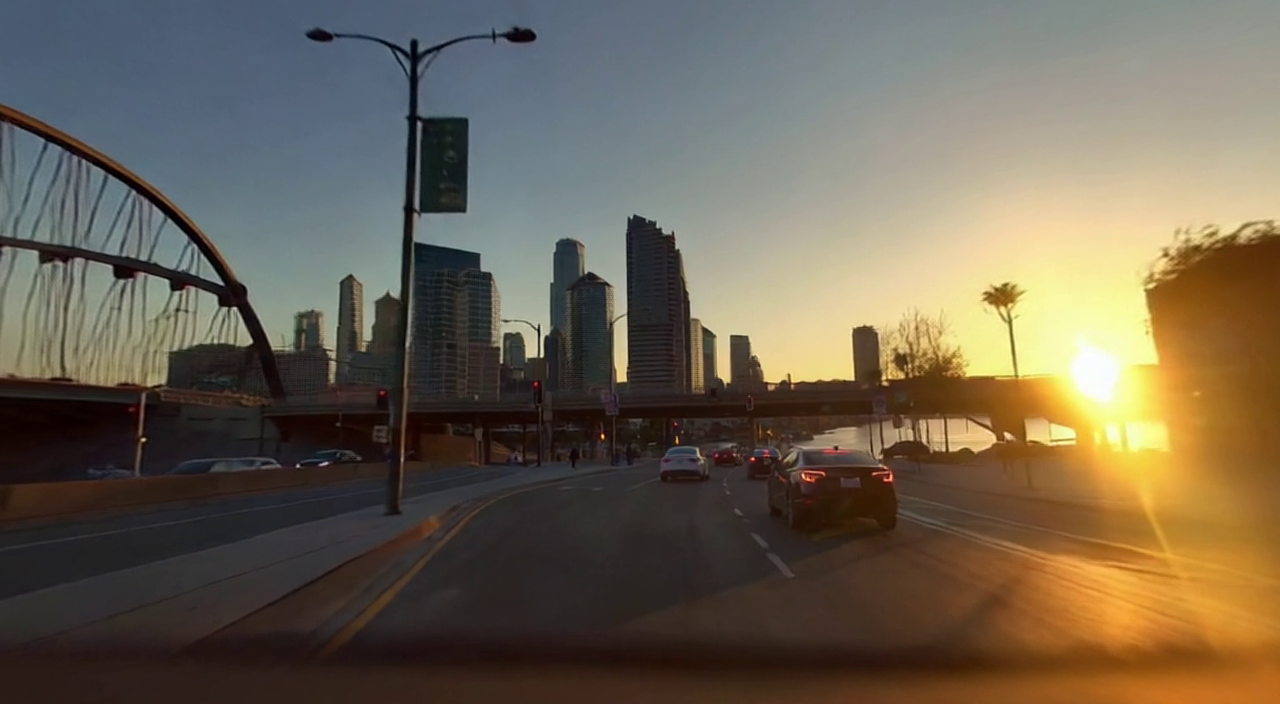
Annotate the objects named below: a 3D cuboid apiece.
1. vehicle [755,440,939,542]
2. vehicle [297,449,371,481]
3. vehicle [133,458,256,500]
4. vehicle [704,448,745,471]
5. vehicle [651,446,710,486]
[{"bbox_3d":[3.576,2.479,12.027,2.051,1.509,4.933,-1,-9,3],"label":"vehicle"},{"bbox_3d":[-18.007,6.637,37.318,2.040,1.749,4.796,0,-9,-1],"label":"vehicle"},{"bbox_3d":[-18.152,5.176,25.974,1.912,1.482,4.495,0,-9,-2],"label":"vehicle"},{"bbox_3d":[5.949,7.436,43.783,2.134,1.492,4.674,-2,-9,15],"label":"vehicle"},{"bbox_3d":[1.740,4.634,25.900,2.077,1.518,3.760,-2,-9,9],"label":"vehicle"}]
